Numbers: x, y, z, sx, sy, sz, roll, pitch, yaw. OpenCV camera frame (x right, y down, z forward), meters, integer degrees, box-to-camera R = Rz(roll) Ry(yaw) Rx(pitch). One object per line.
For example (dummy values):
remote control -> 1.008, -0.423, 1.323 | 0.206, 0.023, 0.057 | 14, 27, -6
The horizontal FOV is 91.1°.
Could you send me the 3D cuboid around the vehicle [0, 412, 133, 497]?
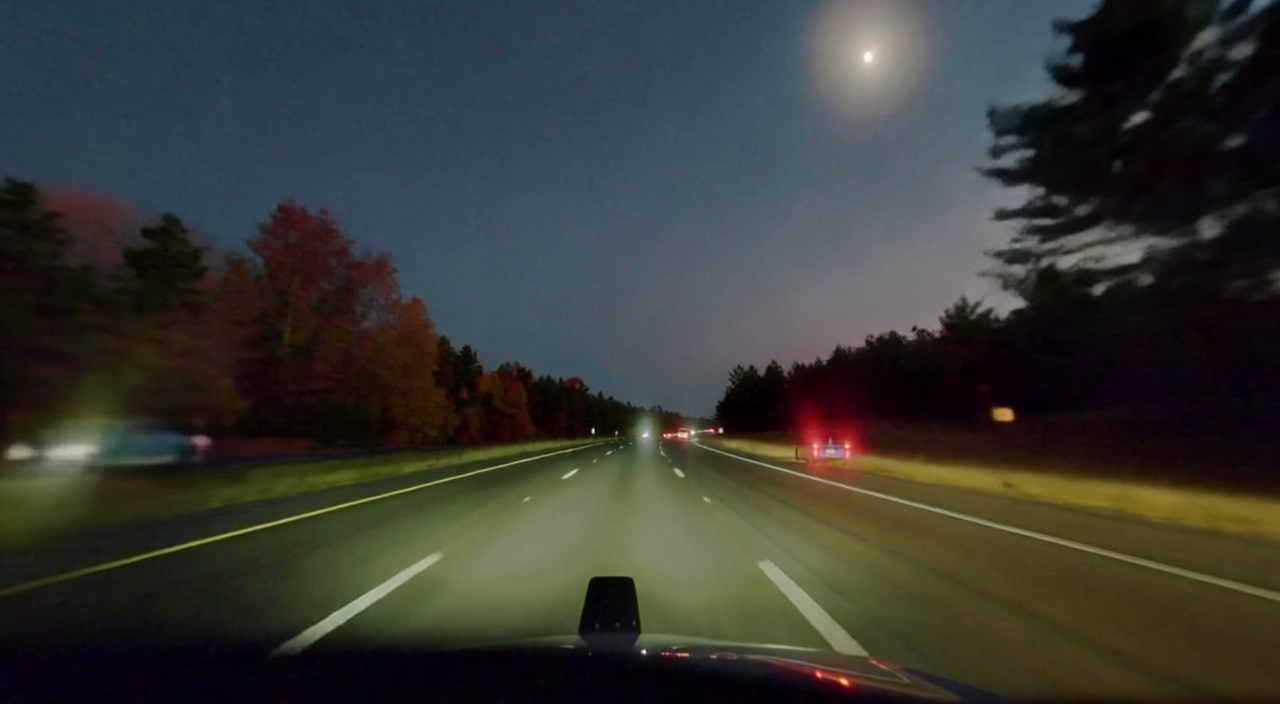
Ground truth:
vehicle -> -14.608, 2.318, 14.429 | 1.987, 1.808, 4.699 | 0, -8, 0
